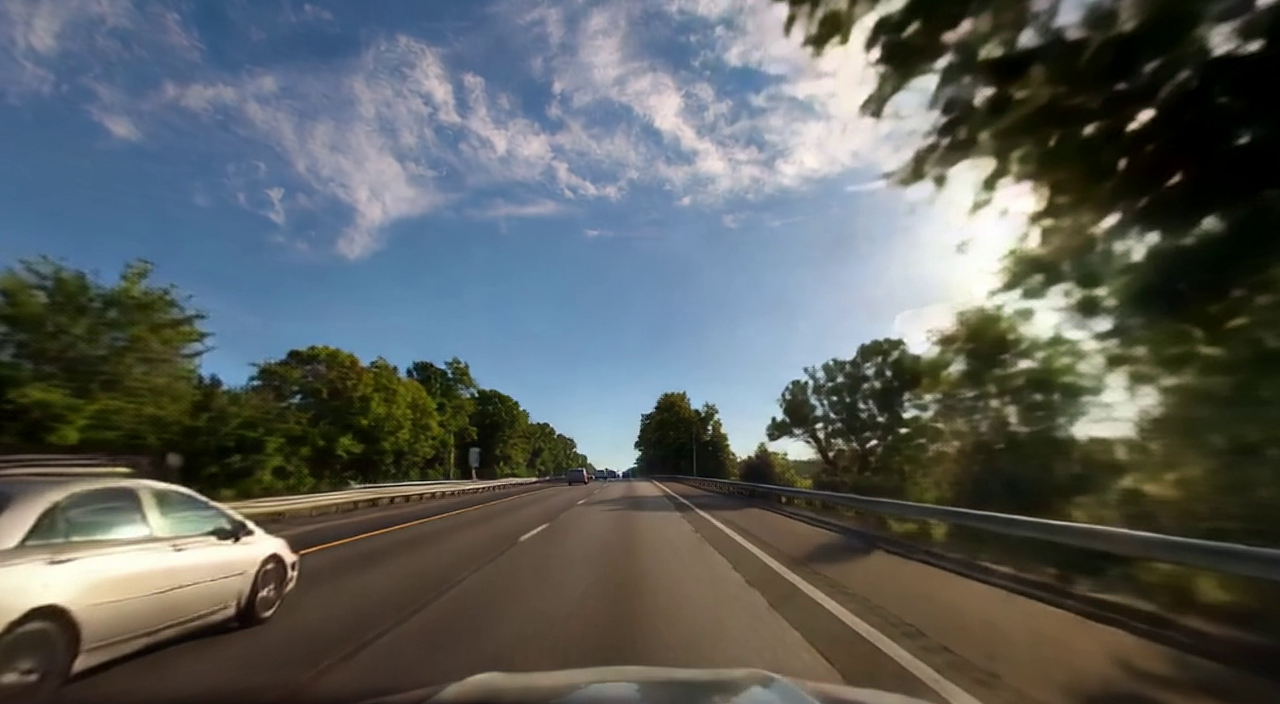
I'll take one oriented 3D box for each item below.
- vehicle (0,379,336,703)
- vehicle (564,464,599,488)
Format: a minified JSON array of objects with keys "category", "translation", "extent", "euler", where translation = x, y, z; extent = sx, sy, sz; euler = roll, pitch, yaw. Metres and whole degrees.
[{"category":"vehicle","translation":[-3.869,1.063,3.335],"extent":[2.123,1.666,4.709],"euler":[1,-10,0]},{"category":"vehicle","translation":[-4.100,8.790,44.884],"extent":[2.068,1.592,4.479],"euler":[1,-10,0]}]
